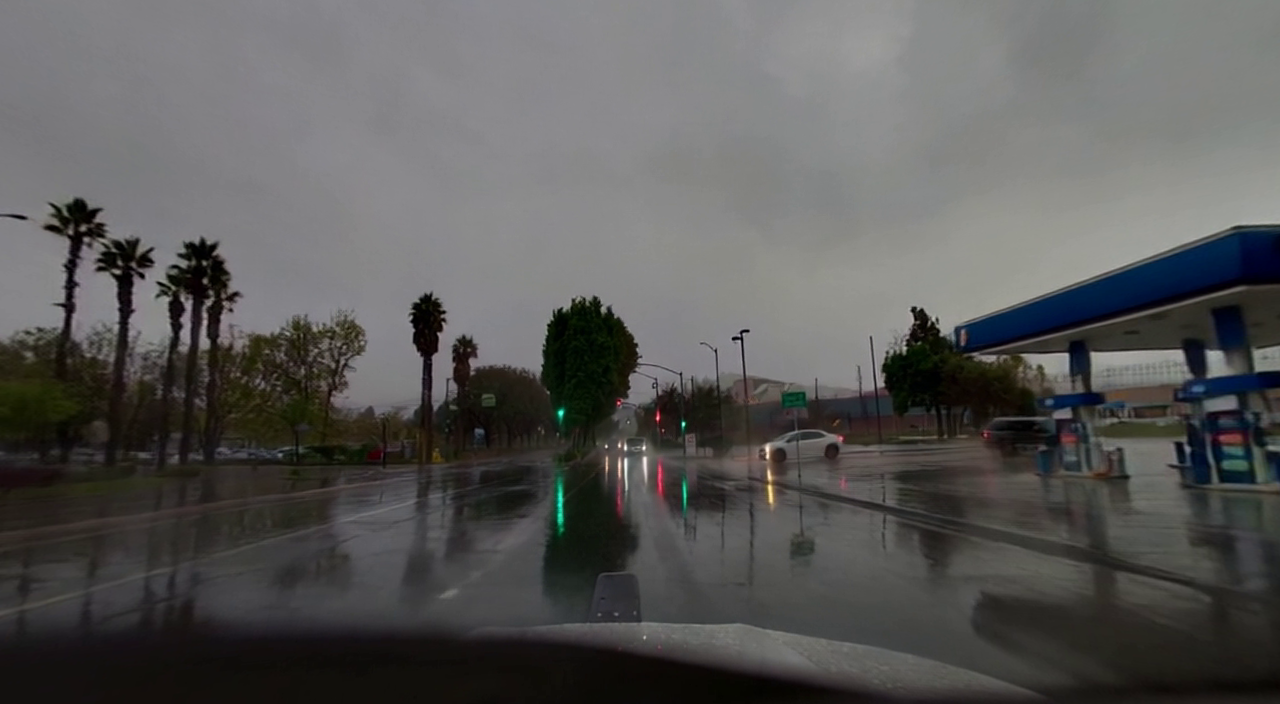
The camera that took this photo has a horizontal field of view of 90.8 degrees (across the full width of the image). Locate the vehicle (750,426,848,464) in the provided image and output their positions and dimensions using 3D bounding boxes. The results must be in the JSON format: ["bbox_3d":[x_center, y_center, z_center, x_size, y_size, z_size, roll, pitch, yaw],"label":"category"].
[{"bbox_3d":[9.648,5.640,38.141,6.059,2.082,2.703,7,-11,-41],"label":"vehicle"}]

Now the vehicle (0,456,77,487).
[{"bbox_3d":[-36.319,7.001,37.324,1.917,1.684,4.567,0,-9,-2],"label":"vehicle"}]

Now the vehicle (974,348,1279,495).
[{"bbox_3d":[13.422,2.072,17.079,2.944,2.783,10.332,0,-9,-1],"label":"vehicle"}]
